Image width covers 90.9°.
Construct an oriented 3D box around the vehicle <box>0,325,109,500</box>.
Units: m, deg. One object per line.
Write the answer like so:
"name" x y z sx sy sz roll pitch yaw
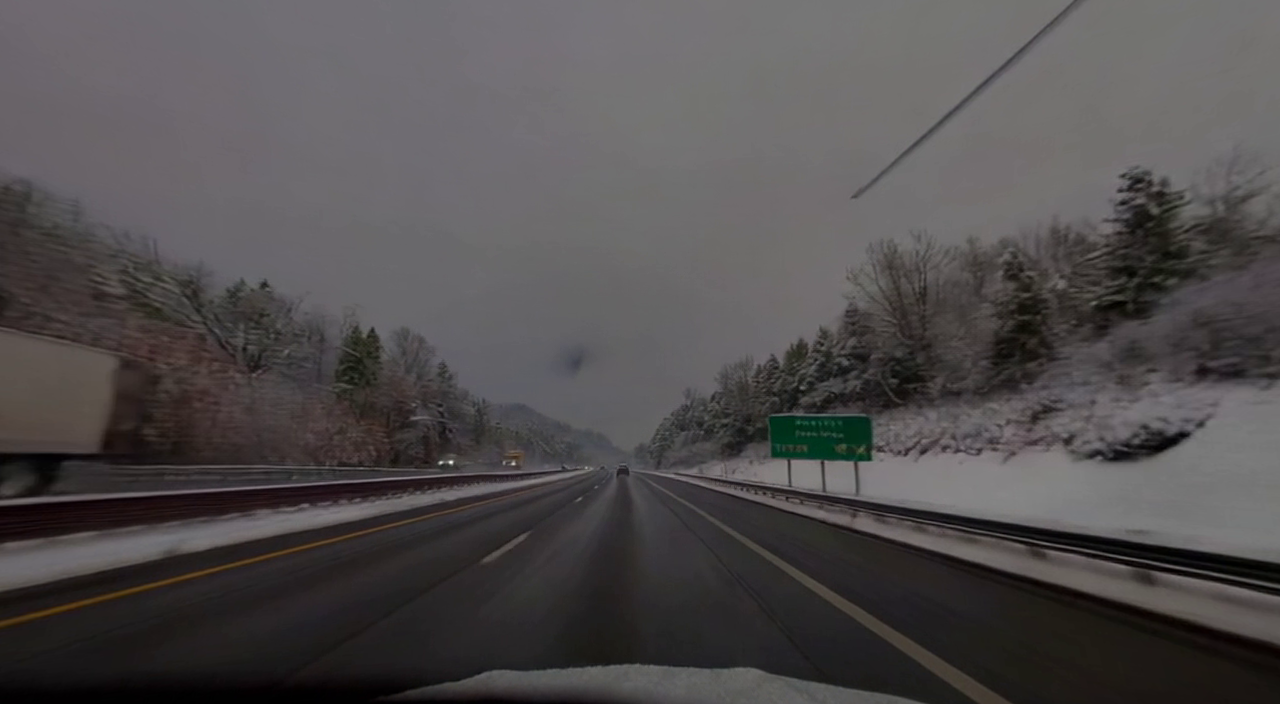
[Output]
"vehicle" -16.441 0.613 10.456 3.031 4.028 14.206 1 -10 -1
